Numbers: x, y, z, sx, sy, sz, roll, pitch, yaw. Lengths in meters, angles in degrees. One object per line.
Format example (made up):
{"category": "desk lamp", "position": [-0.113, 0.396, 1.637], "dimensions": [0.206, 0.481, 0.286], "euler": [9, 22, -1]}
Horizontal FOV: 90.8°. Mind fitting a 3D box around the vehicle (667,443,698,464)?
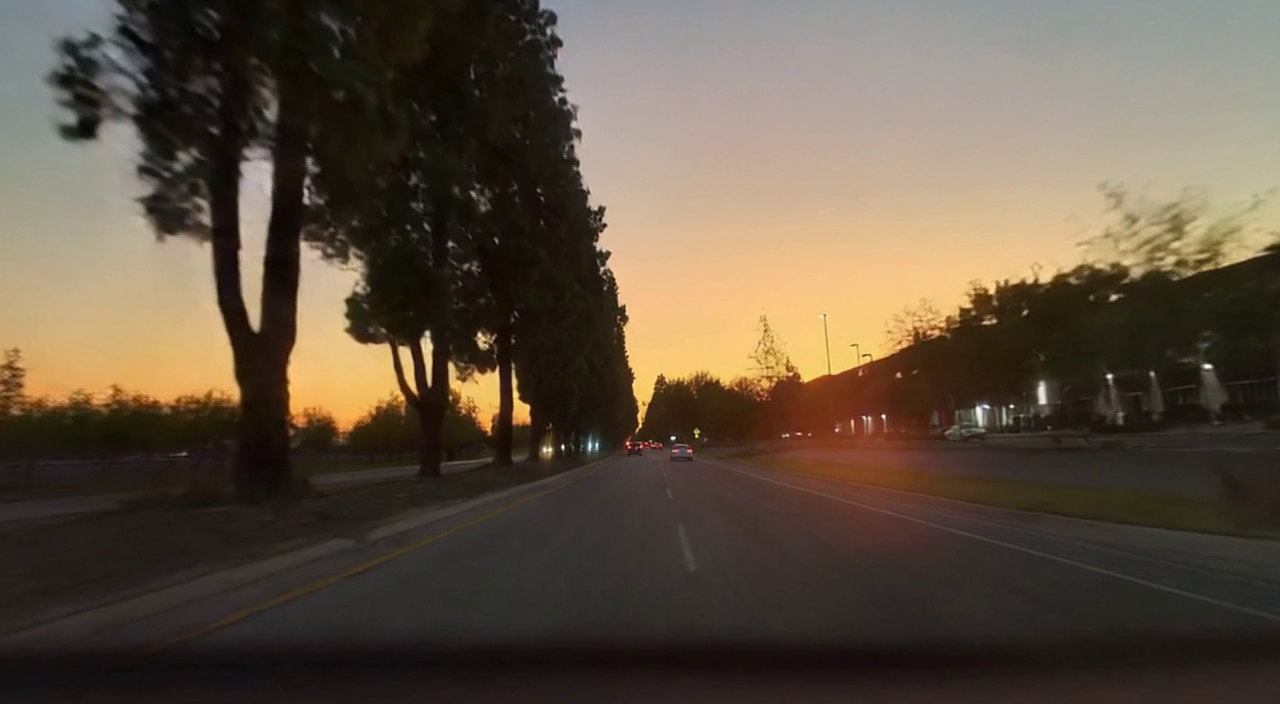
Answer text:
{"category": "vehicle", "position": [3.062, 7.473, 46.721], "dimensions": [1.925, 1.488, 4.271], "euler": [0, -8, -1]}
